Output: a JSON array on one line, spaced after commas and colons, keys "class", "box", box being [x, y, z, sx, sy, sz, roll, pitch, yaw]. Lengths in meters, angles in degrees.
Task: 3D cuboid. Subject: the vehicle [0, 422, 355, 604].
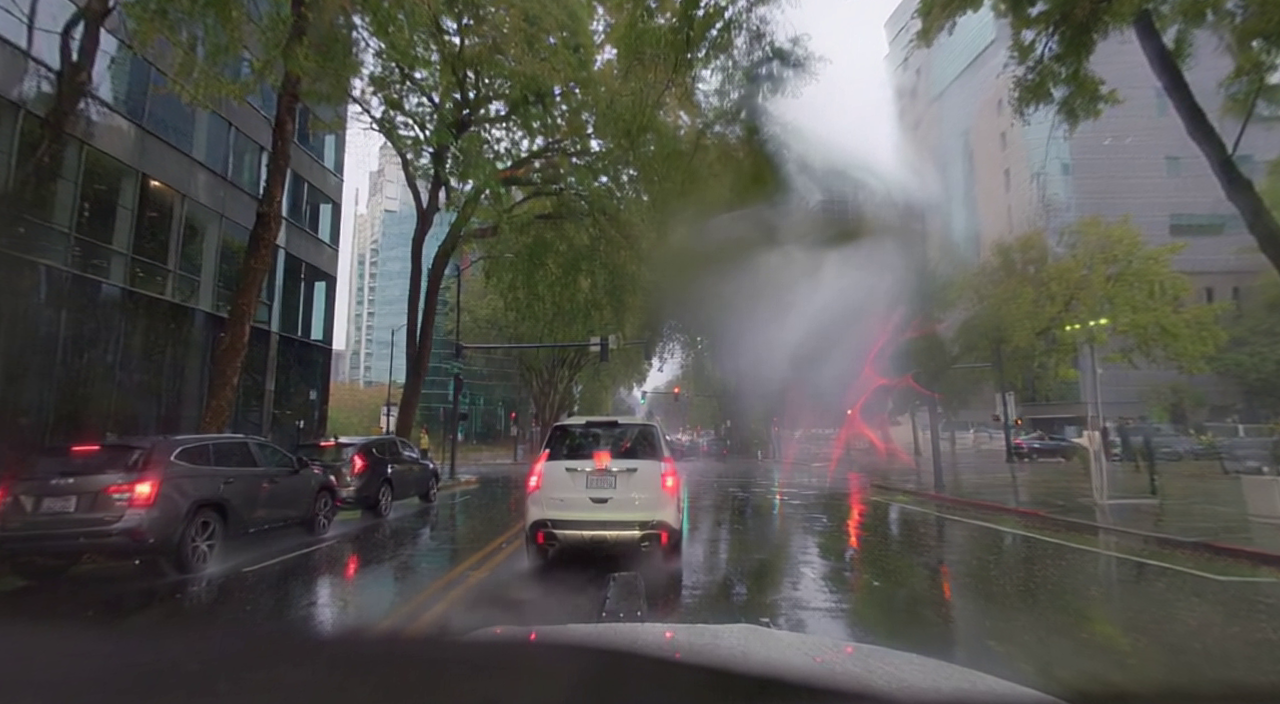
[{"class": "vehicle", "box": [-5.743, 1.857, 8.276, 1.904, 1.684, 4.529, 0, -9, -1]}]

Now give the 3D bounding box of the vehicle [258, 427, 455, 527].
[{"class": "vehicle", "box": [-5.872, 2.640, 13.958, 2.077, 1.791, 4.751, 0, -9, 1]}]

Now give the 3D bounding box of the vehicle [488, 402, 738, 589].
[{"class": "vehicle", "box": [-0.228, 1.600, 7.779, 2.258, 1.687, 3.934, 0, -9, 1]}]
